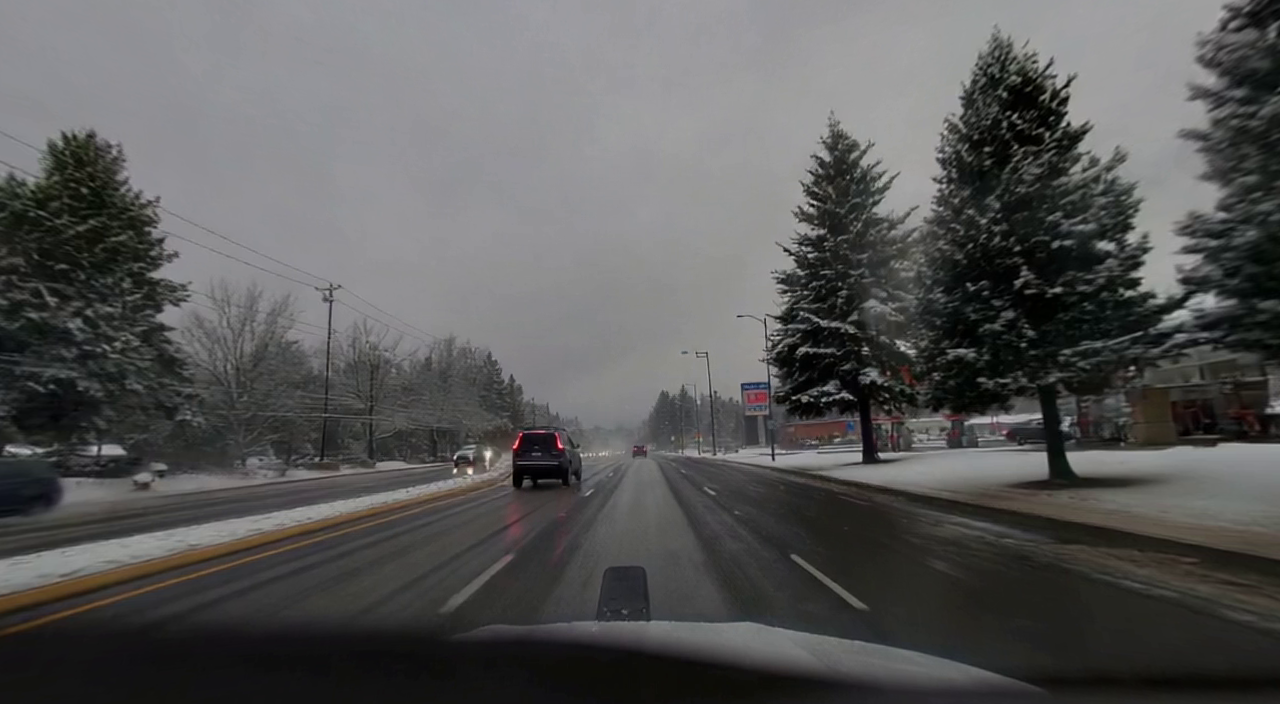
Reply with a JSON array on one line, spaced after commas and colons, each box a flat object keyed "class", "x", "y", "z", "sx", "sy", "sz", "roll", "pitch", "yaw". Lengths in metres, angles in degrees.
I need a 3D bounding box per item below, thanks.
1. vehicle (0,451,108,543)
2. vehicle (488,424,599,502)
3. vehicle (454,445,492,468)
[{"class": "vehicle", "x": -12.302, "y": 2.601, "z": 11.102, "sx": 1.998, "sy": 1.597, "sz": 4.445, "roll": -2, "pitch": -8, "yaw": 0}, {"class": "vehicle", "x": -2.481, "y": 3.024, "z": 17.585, "sx": 2.190, "sy": 1.844, "sz": 4.751, "roll": 0, "pitch": -8, "yaw": 2}, {"class": "vehicle", "x": -13.181, "y": 8.236, "z": 49.944, "sx": 1.825, "sy": 1.705, "sz": 4.234, "roll": 0, "pitch": -8, "yaw": 0}]
